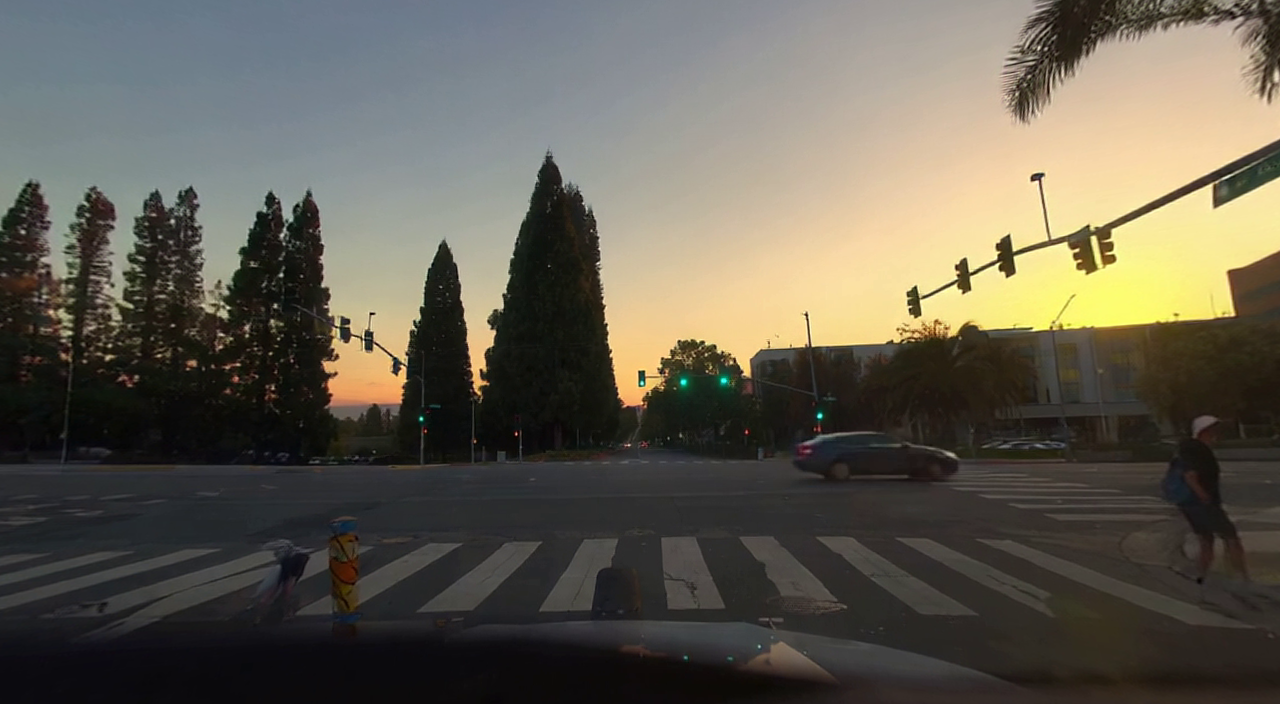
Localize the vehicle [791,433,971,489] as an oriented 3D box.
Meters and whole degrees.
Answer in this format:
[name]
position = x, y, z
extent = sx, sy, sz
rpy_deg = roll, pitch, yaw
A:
[vehicle]
position = 6.984, 3.202, 18.694
extent = 4.502, 1.512, 1.917
rpy_deg = 0, -9, 0
